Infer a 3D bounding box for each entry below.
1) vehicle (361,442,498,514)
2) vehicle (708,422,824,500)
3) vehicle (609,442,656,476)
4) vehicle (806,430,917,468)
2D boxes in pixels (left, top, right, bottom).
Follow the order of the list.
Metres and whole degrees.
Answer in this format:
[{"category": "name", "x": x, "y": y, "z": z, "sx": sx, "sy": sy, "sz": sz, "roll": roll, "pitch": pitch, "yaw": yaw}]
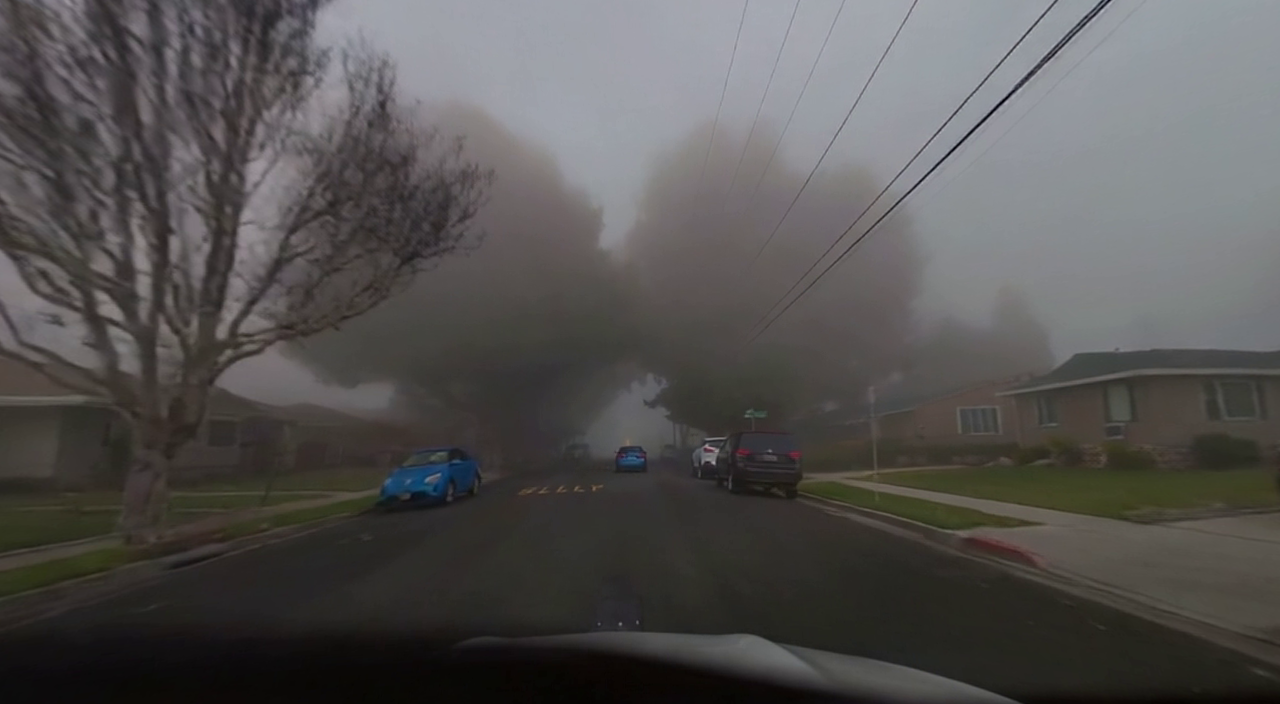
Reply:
[{"category": "vehicle", "x": -5.385, "y": 3.226, "z": 16.825, "sx": 1.984, "sy": 1.498, "sz": 4.508, "roll": -3, "pitch": -8, "yaw": 2}, {"category": "vehicle", "x": 3.481, "y": 3.134, "z": 18.606, "sx": 2.221, "sy": 1.960, "sz": 4.927, "roll": 0, "pitch": -8, "yaw": -2}, {"category": "vehicle", "x": -0.361, "y": 4.831, "z": 28.815, "sx": 2.000, "sy": 1.449, "sz": 4.006, "roll": 0, "pitch": -8, "yaw": -1}, {"category": "vehicle", "x": 10.935, "y": 4.809, "z": 31.433, "sx": 4.730, "sy": 1.504, "sz": 1.894, "roll": -4, "pitch": -8, "yaw": 0}]
